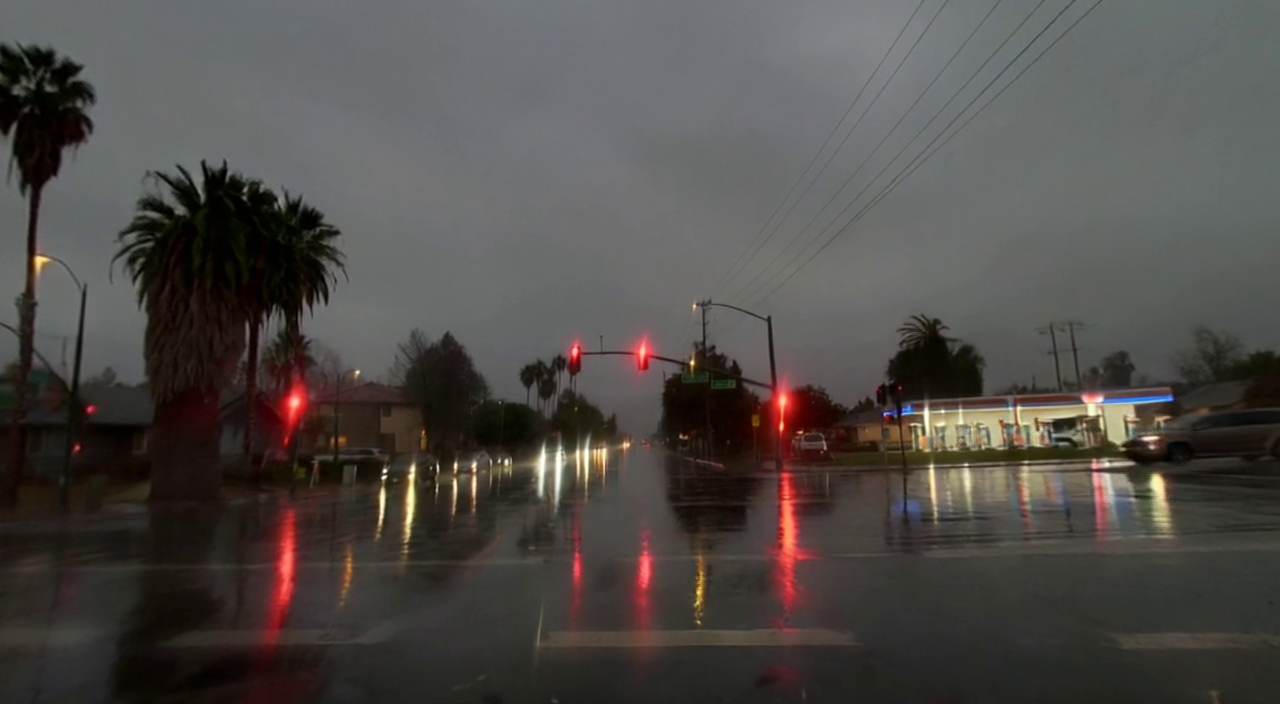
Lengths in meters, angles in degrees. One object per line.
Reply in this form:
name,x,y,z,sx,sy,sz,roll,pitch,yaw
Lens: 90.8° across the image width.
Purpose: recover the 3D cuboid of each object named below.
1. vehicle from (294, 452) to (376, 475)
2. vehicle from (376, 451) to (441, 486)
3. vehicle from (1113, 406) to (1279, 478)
vehicle,-20.948,7.685,43.509,4.672,1.469,1.816,-1,-9,-2
vehicle,-13.040,6.554,35.944,2.009,1.777,4.559,0,-9,-1
vehicle,16.274,2.460,17.280,5.086,1.817,1.952,0,-9,-3
